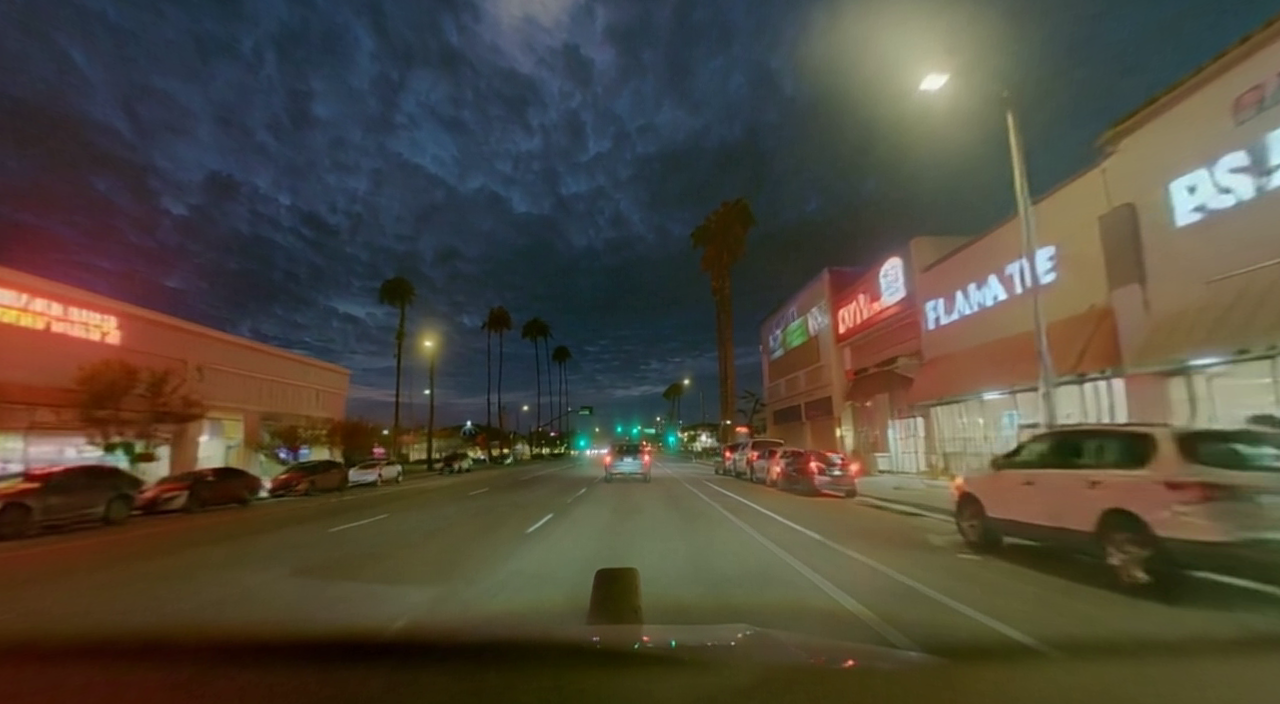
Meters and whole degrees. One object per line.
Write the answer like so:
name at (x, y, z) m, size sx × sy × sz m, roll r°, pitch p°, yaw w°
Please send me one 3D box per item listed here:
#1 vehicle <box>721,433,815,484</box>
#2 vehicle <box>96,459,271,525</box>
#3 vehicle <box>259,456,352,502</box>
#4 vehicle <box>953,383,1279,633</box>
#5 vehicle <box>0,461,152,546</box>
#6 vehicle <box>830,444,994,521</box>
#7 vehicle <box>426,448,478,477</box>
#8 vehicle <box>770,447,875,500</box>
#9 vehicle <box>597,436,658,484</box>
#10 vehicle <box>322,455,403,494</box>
vehicle at (5.425, 4.638, 27.789) m, size 2.568 × 1.974 × 6.203 m, roll 0°, pitch -8°, yaw -3°
vehicle at (-13.067, 3.988, 18.453) m, size 1.804 × 1.441 × 4.534 m, roll -4°, pitch -8°, yaw 0°
vehicle at (-13.267, 5.019, 25.232) m, size 1.774 × 1.522 × 3.699 m, roll -2°, pitch -8°, yaw -1°
vehicle at (5.864, 1.527, 7.158) m, size 2.129 × 1.895 × 4.671 m, roll 0°, pitch -8°, yaw -1°
vehicle at (-13.200, 3.277, 13.645) m, size 1.840 × 1.521 × 4.450 m, roll -6°, pitch -8°, yaw -1°
vehicle at (5.914, 2.850, 14.387) m, size 1.727 × 1.456 × 4.569 m, roll 0°, pitch -8°, yaw 0°
vehicle at (-13.480, 7.918, 45.397) m, size 2.296 × 1.847 × 4.856 m, roll -3°, pitch -8°, yaw 0°
vehicle at (5.562, 3.728, 19.878) m, size 1.805 × 1.429 × 4.911 m, roll 0°, pitch -8°, yaw -1°
vehicle at (-0.453, 4.274, 25.173) m, size 2.239 × 1.763 × 4.096 m, roll 0°, pitch -8°, yaw 0°
vehicle at (-13.322, 5.882, 30.552) m, size 1.914 × 1.489 × 4.523 m, roll -4°, pitch -8°, yaw 0°
